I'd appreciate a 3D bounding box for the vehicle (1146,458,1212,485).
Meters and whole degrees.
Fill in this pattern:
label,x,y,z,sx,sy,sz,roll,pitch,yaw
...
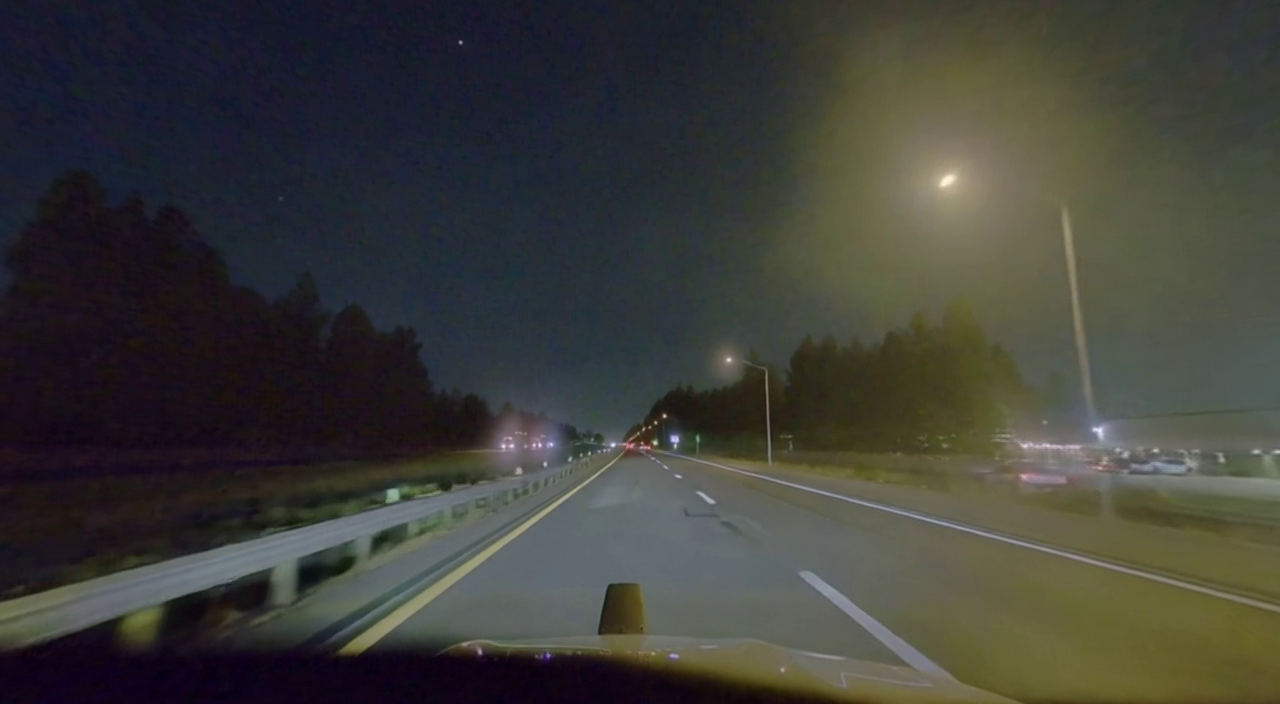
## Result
label,x,y,z,sx,sy,sz,roll,pitch,yaw
vehicle,42.571,9.359,49.753,5.779,1.930,2.211,5,-10,-32

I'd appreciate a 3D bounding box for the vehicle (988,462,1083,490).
label,x,y,z,sx,sy,sz,roll,pitch,yaw
vehicle,28.902,9.051,46.398,5.647,1.831,2.255,-5,-10,28
